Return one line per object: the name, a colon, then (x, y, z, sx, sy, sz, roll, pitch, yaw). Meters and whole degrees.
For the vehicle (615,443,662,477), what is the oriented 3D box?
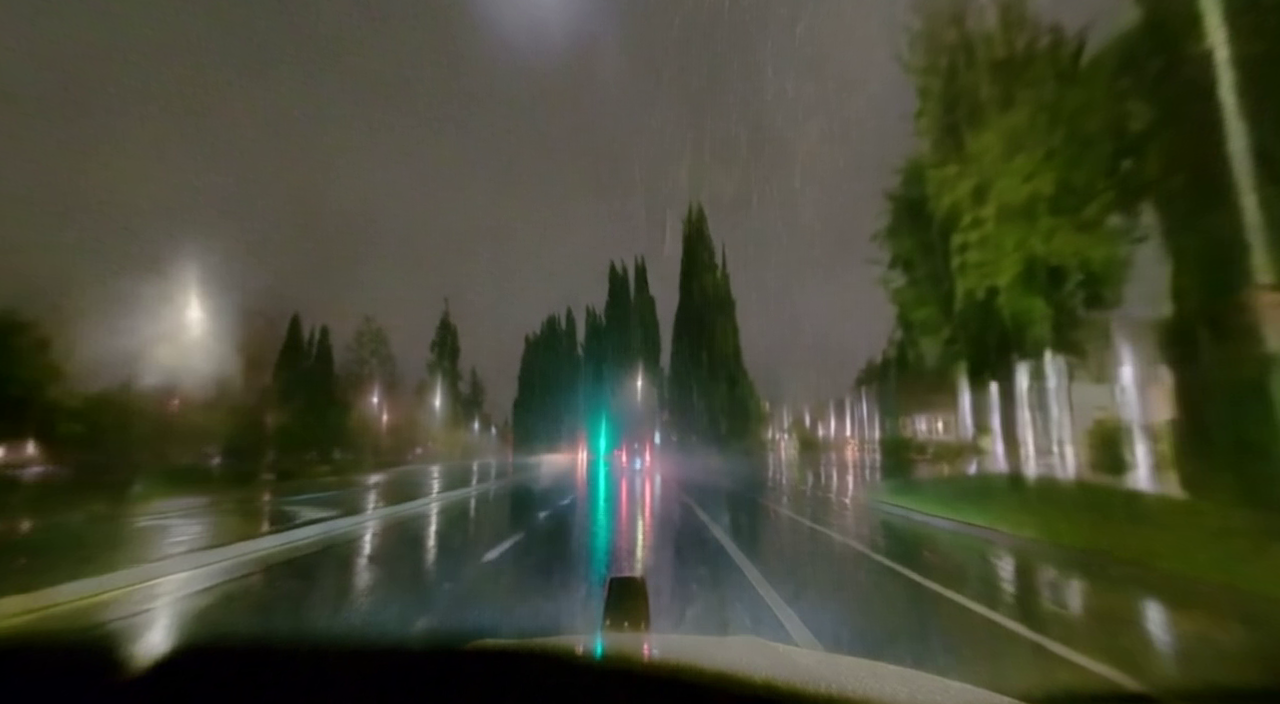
vehicle: (-0.099, 4.949, 29.078, 2.009, 1.456, 4.003, 0, -8, -1)

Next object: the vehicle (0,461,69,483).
vehicle: (-48.179, 9.415, 49.606, 4.624, 1.528, 1.829, 7, -10, -41)
